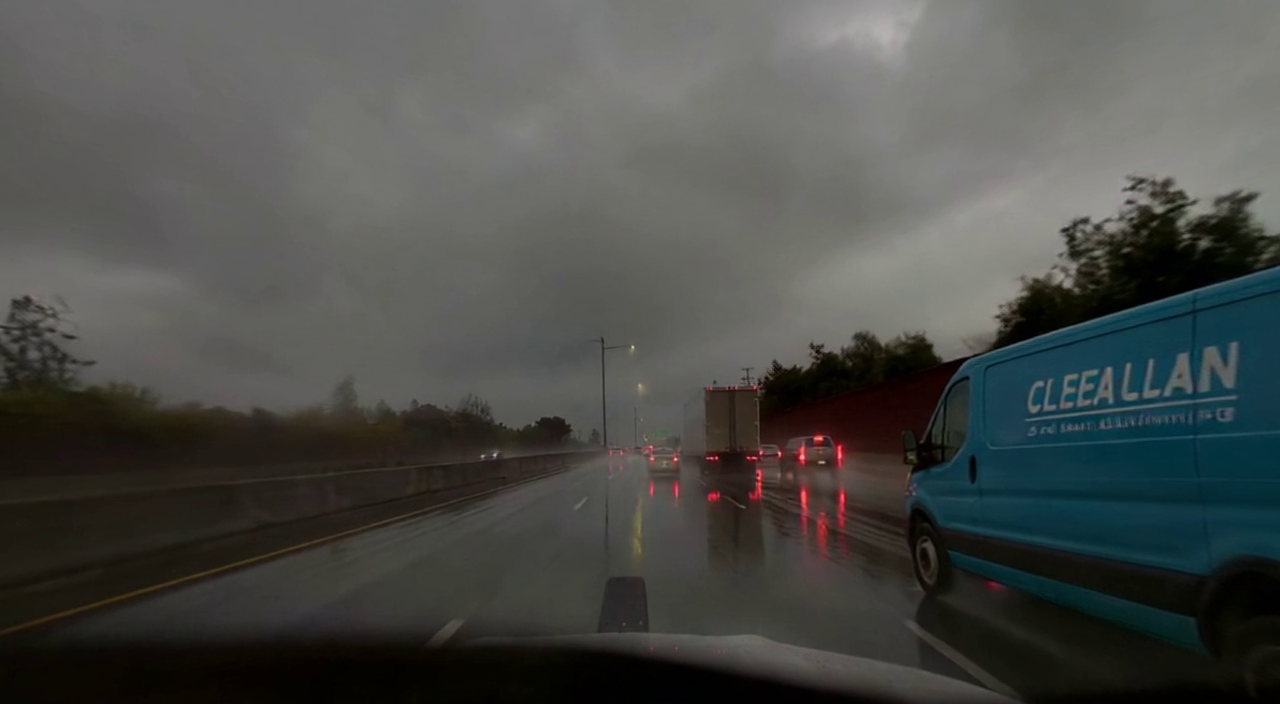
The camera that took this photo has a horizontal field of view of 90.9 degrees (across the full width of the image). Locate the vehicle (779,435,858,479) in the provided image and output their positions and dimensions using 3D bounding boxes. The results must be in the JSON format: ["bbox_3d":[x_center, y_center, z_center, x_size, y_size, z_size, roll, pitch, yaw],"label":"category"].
[{"bbox_3d":[7.847,4.668,28.186,2.144,1.769,4.540,0,-9,0],"label":"vehicle"}]

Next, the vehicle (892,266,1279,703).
[{"bbox_3d":[3.792,0.797,3.383,2.441,2.017,5.739,0,-9,0],"label":"vehicle"}]

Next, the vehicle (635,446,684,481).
[{"bbox_3d":[0.813,5.099,29.236,2.063,1.469,4.208,0,-9,-1],"label":"vehicle"}]

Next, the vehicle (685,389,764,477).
[{"bbox_3d":[4.393,4.717,35.771,2.821,4.077,12.562,0,-9,0],"label":"vehicle"}]

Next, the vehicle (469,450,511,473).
[{"bbox_3d":[-11.652,8.499,49.356,2.058,1.678,4.584,0,-9,1],"label":"vehicle"}]
